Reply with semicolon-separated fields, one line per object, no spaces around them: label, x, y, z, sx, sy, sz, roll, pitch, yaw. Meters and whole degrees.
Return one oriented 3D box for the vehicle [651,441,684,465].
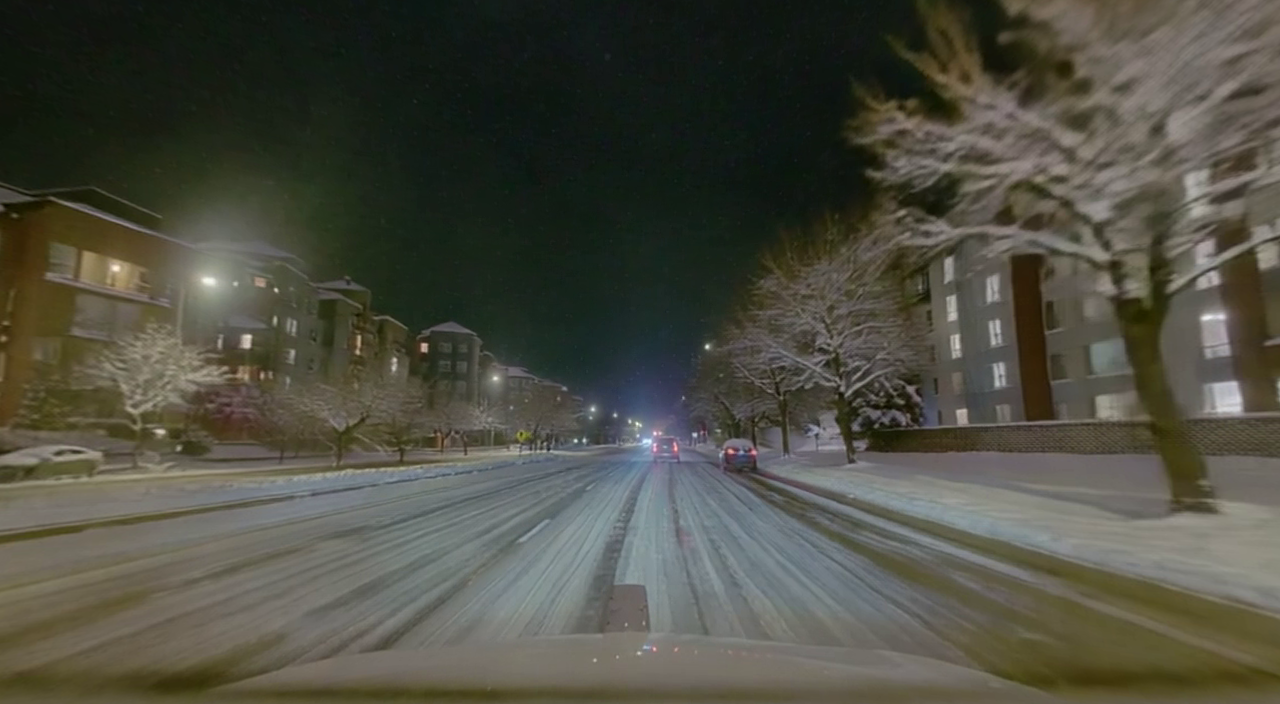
vehicle;1.690;6.106;38.410;1.871;1.370;4.206;-1;-8;3

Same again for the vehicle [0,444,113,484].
vehicle;-24.820;4.635;26.284;1.841;1.493;4.335;-2;-9;2

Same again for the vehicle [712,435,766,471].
vehicle;4.911;5.110;31.976;2.121;1.659;4.675;0;-8;2
